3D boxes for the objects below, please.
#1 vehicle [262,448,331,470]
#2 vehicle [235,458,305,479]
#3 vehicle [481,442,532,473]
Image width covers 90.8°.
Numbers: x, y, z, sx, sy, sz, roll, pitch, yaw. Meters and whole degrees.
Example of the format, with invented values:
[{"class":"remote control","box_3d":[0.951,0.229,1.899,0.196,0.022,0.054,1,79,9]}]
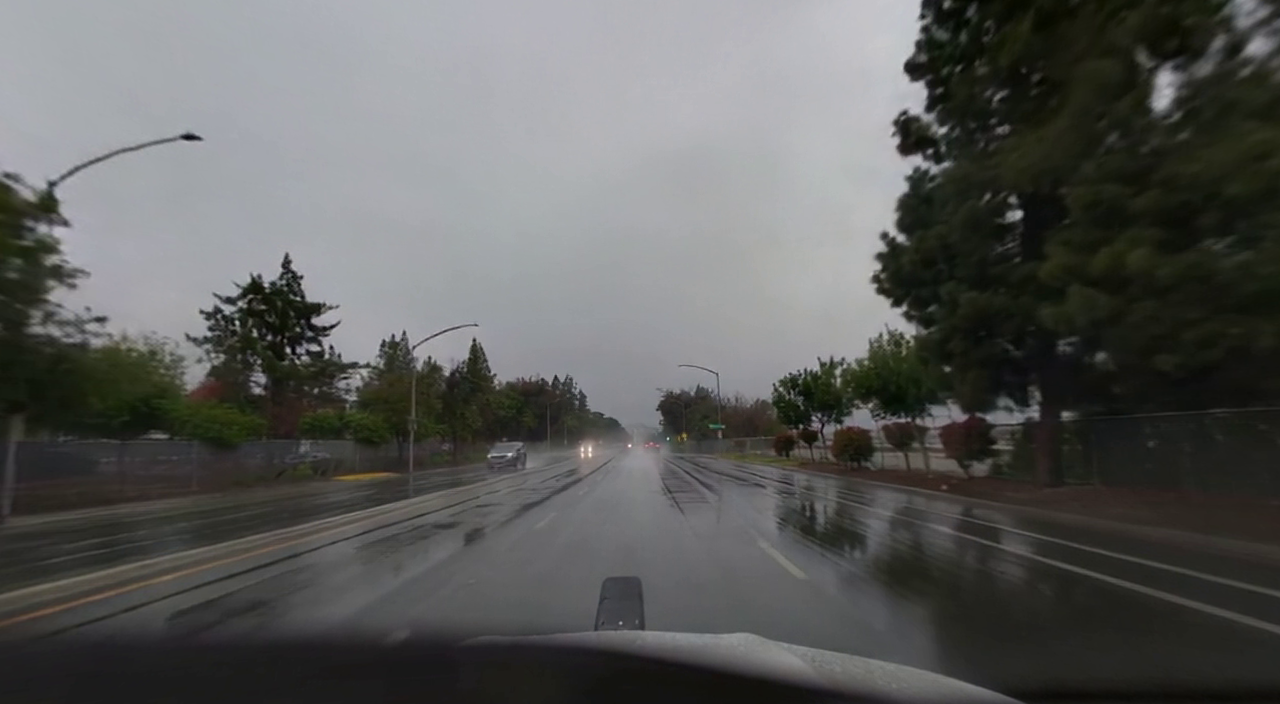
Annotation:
[{"class":"vehicle","box_3d":[-26.470,8.238,48.757,4.140,1.635,2.059,0,-8,-1]},{"class":"vehicle","box_3d":[-26.900,8.478,45.943,3.977,1.453,1.768,0,-9,3]},{"class":"vehicle","box_3d":[-7.704,6.146,36.940,1.979,1.684,4.289,-1,-8,1]}]
